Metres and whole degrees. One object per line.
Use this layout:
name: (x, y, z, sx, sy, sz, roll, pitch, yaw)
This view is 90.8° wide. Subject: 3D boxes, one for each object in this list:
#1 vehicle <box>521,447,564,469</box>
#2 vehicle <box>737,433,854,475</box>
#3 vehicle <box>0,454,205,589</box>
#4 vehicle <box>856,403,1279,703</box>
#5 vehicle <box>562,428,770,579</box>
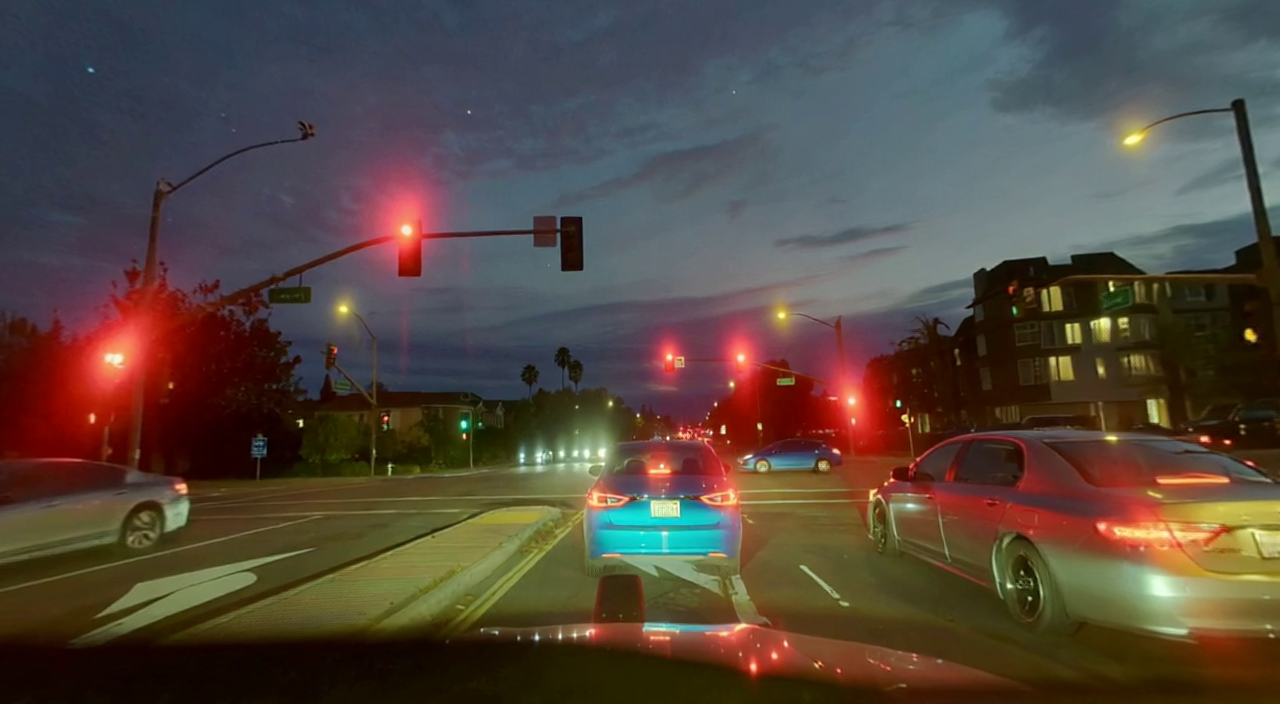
vehicle: (-6.917, 7.582, 45.305, 2.093, 1.476, 4.278, -1, -9, 4)
vehicle: (6.840, 4.474, 27.865, 4.577, 1.705, 1.996, 2, -9, -18)
vehicle: (-8.105, 2.036, 7.785, 1.852, 1.487, 4.406, -2, -9, 10)
vehicle: (3.655, 1.343, 5.428, 1.888, 1.486, 4.681, 0, -9, -1)
vehicle: (0.299, 1.821, 8.328, 2.090, 1.505, 3.756, -1, -9, 1)
